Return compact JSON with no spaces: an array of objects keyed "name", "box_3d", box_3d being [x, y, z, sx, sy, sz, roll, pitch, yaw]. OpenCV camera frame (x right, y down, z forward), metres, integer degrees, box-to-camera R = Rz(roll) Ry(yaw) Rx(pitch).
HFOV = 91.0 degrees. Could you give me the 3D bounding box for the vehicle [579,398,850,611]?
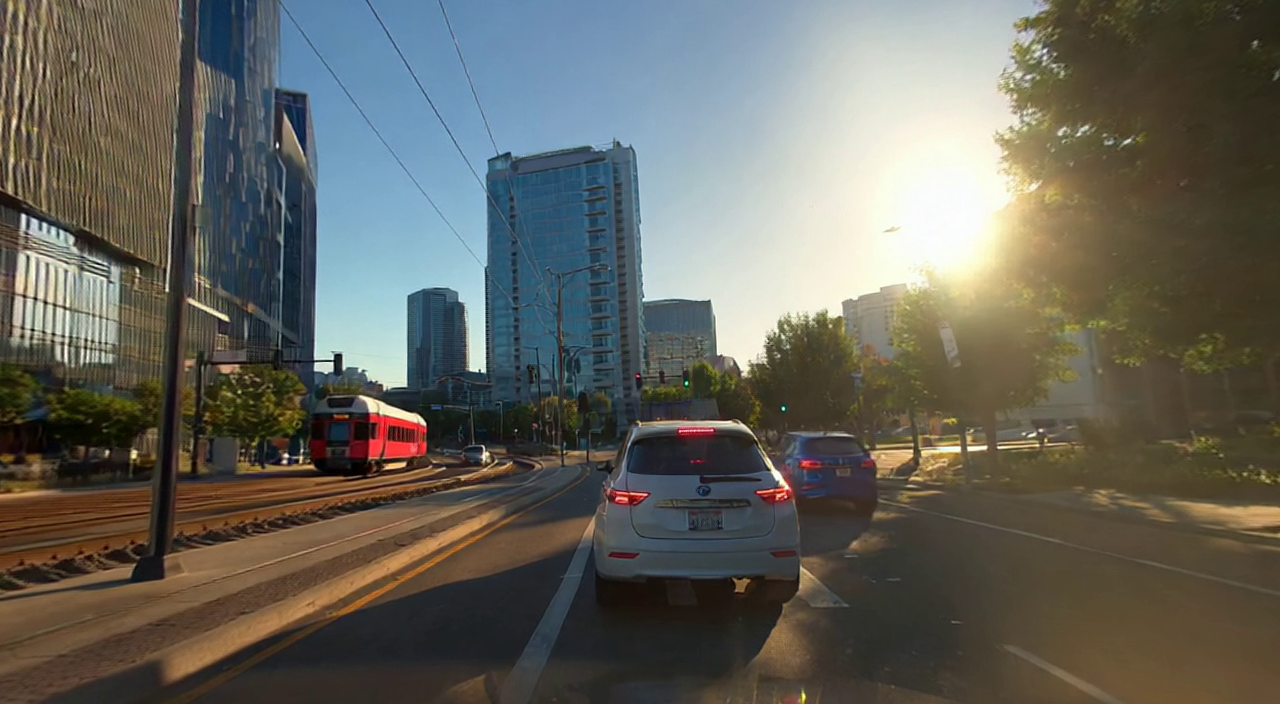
[{"name":"vehicle","box_3d":[0.489,1.527,7.183,2.190,1.684,4.084,0,-9,-3]}]
